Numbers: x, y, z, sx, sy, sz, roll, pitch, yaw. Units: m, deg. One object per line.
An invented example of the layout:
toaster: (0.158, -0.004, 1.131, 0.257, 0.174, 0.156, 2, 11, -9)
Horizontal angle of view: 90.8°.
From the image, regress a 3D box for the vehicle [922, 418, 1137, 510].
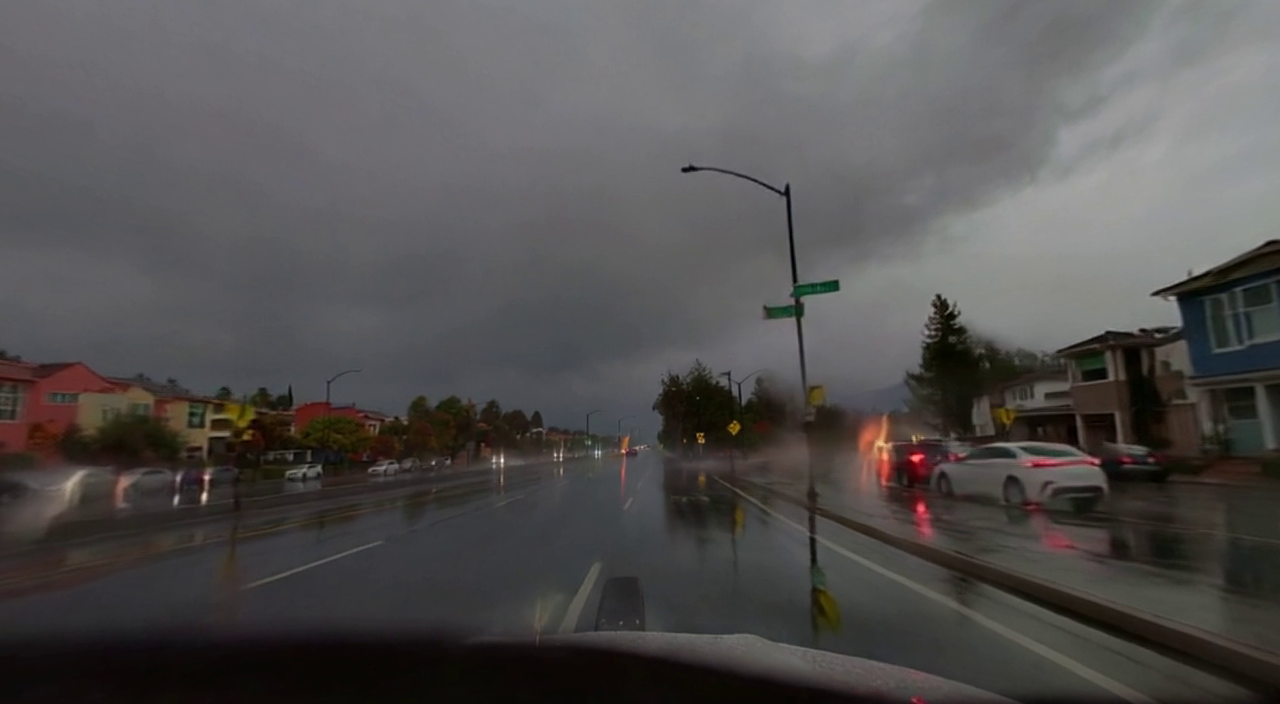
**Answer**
vehicle: (8.964, 2.820, 15.200, 1.923, 1.741, 4.683, -3, -13, -2)

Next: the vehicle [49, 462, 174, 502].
vehicle: (-27.854, 6.843, 33.586, 2.076, 1.815, 4.985, -1, -9, 4)

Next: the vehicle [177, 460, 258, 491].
vehicle: (-27.444, 8.112, 41.231, 1.936, 1.723, 4.573, -4, -13, 3)

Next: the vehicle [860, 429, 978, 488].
vehicle: (9.053, 3.636, 21.003, 2.004, 1.476, 4.588, -4, -14, 3)
